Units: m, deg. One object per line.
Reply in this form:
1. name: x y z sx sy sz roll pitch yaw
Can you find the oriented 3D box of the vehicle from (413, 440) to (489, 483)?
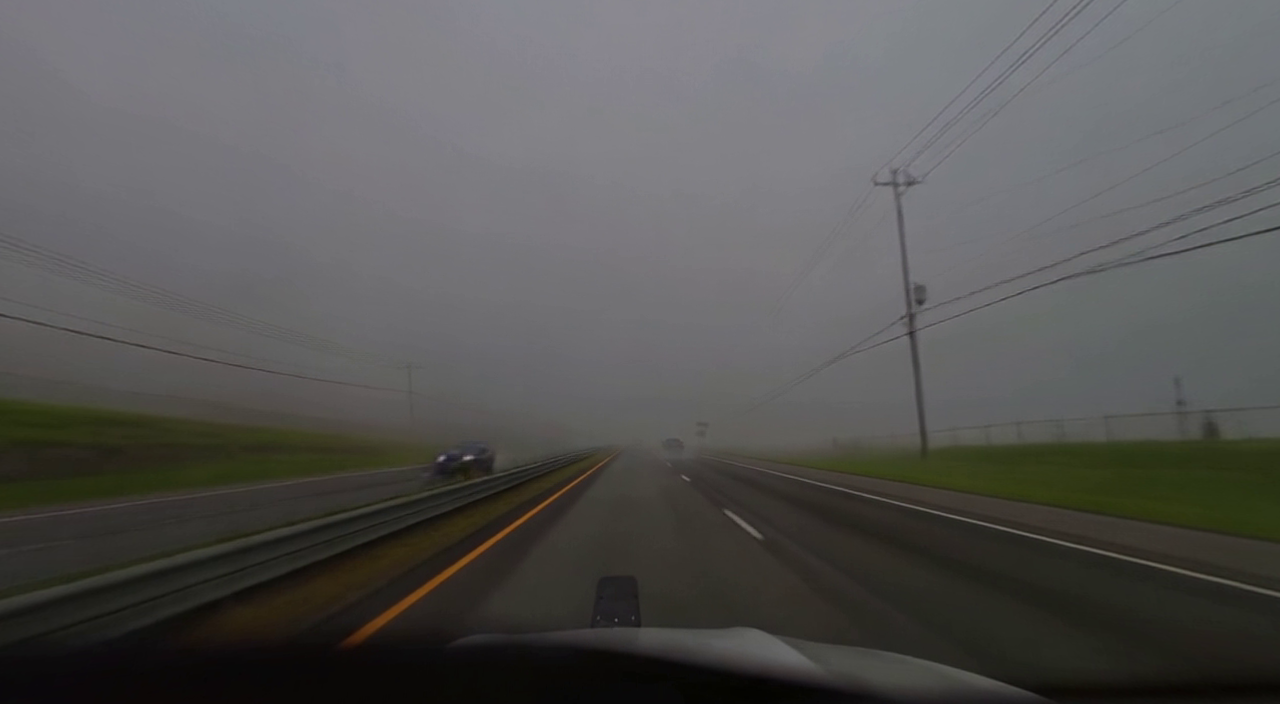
1. vehicle: -7.877 4.572 26.657 1.918 1.607 4.302 0 -8 -1
